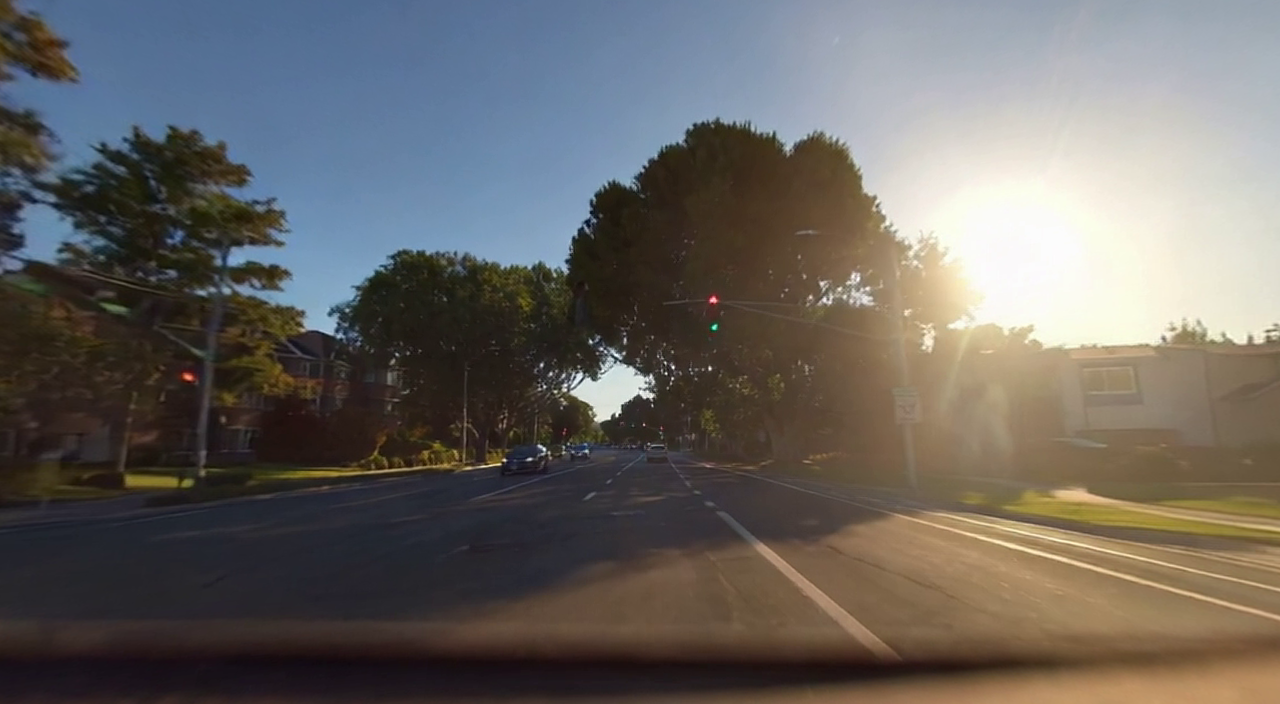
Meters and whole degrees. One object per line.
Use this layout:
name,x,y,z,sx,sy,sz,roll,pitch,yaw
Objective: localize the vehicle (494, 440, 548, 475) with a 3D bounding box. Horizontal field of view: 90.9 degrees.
vehicle,-6.423,5.718,34.421,2.008,1.718,4.356,0,-8,1
